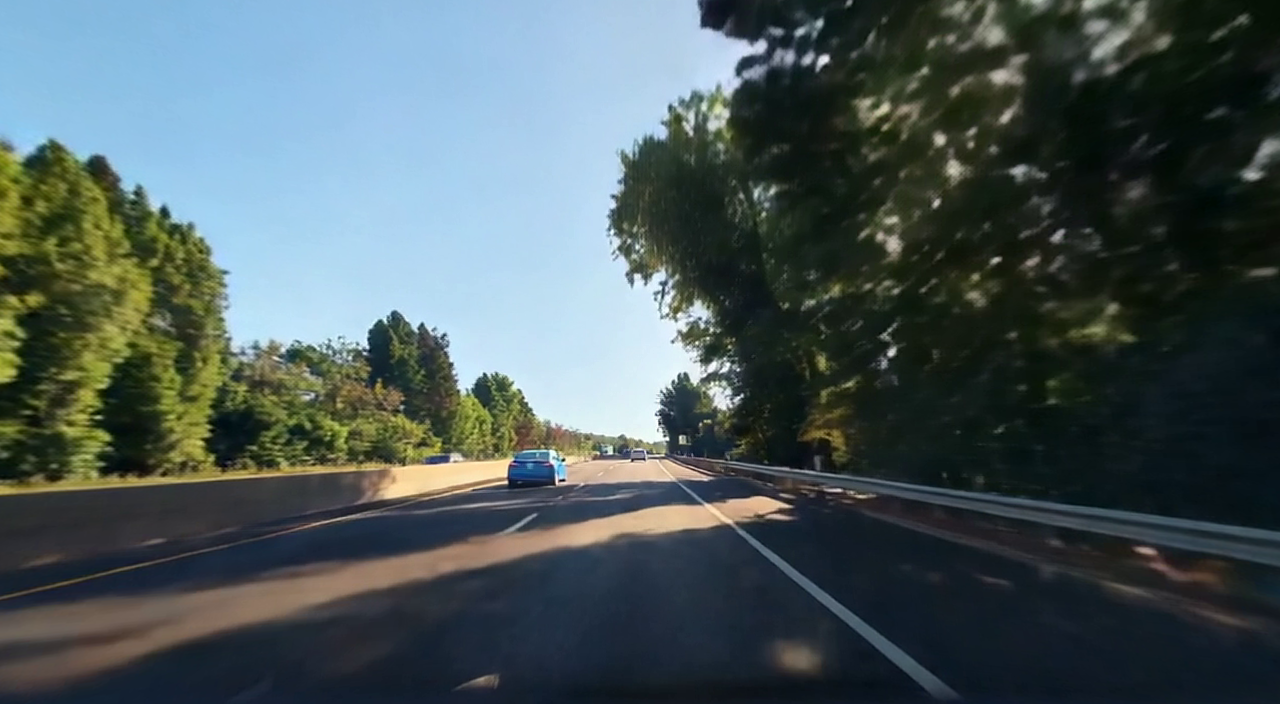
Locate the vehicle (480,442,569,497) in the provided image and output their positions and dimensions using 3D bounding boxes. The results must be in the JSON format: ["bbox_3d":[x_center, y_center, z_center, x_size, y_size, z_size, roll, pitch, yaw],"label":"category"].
[{"bbox_3d":[-3.621,3.765,20.609,2.088,1.586,4.000,0,-9,1],"label":"vehicle"}]
